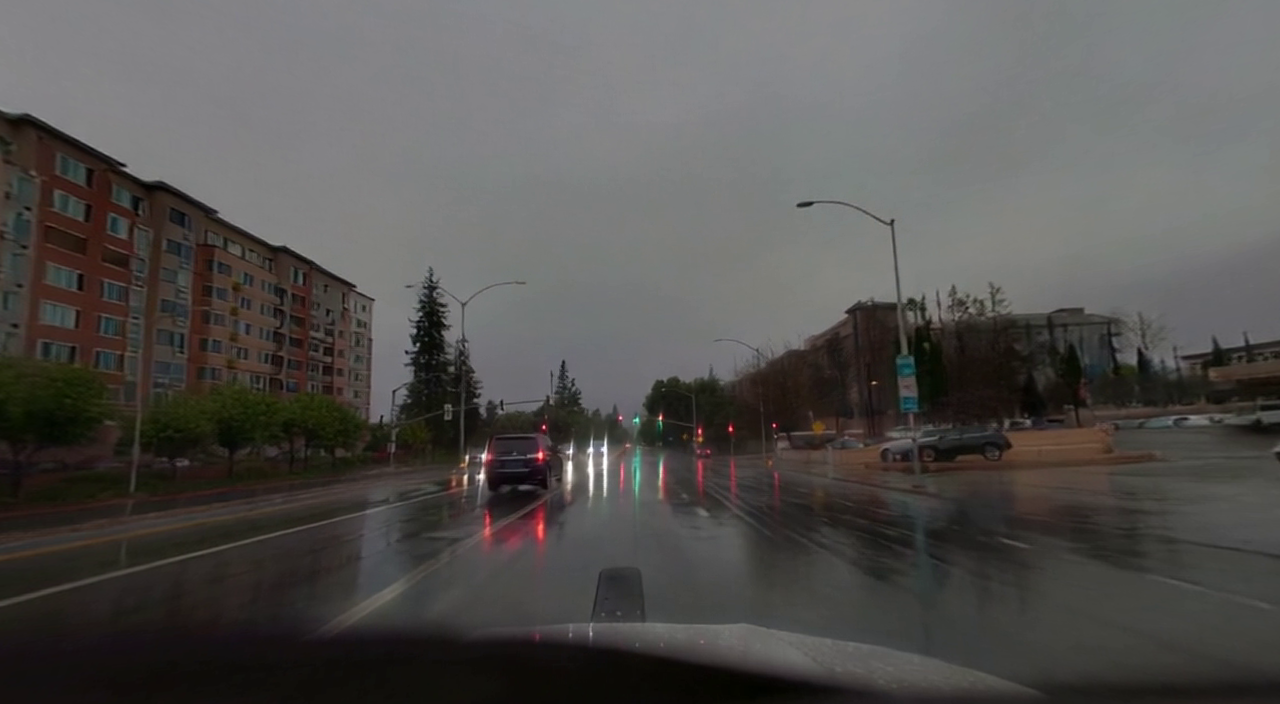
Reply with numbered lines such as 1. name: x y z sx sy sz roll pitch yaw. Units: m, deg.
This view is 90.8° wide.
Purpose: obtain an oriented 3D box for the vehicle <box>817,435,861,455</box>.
1. vehicle: 14.926 6.987 47.563 1.865 1.425 4.439 0 -9 0

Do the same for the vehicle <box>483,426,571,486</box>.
1. vehicle: -3.922 3.732 22.886 2.220 1.888 4.904 0 -9 0

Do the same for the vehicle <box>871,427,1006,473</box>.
1. vehicle: 11.745 3.902 25.229 4.399 1.722 2.202 -2 -9 12
